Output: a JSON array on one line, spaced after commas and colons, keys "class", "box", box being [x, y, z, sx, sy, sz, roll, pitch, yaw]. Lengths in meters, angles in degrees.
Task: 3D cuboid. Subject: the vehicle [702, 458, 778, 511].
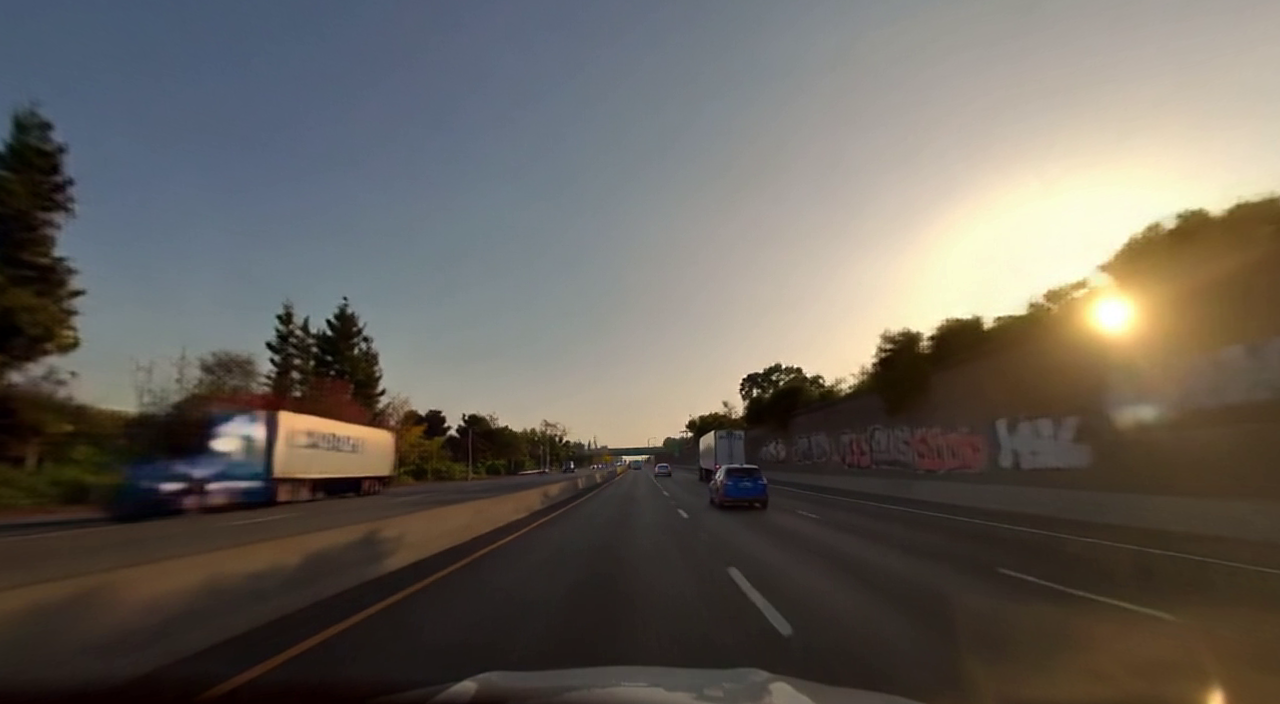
[{"class": "vehicle", "box": [3.273, 4.417, 21.297, 2.011, 1.574, 3.512, 1, -10, 0]}]

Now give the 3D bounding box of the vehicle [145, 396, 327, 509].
[{"class": "vehicle", "box": [-16.503, 4.268, 26.520, 2.937, 4.102, 6.574, 1, -10, 1]}]
